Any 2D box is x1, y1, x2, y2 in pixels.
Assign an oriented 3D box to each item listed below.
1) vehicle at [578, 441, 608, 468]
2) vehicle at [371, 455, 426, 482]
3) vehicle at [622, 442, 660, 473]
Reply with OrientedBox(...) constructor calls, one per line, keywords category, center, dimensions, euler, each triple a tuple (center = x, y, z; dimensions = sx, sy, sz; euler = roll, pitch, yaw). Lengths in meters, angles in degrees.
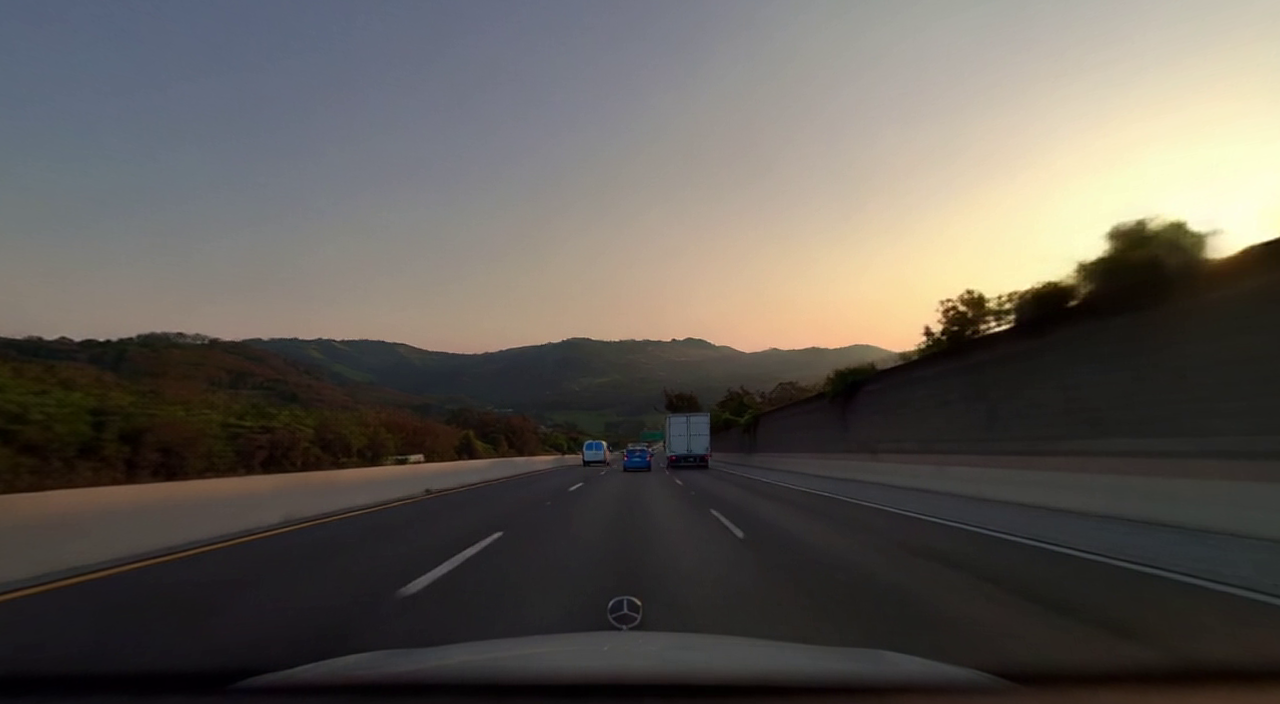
OrientedBox(category="vehicle", center=(-3.665, 8.054, 49.717), dimensions=(1.955, 2.004, 4.792), euler=(0, -9, 1))
OrientedBox(category="vehicle", center=(-16.116, 7.763, 42.263), dimensions=(1.887, 1.653, 4.289), euler=(0, -9, 1))
OrientedBox(category="vehicle", center=(0.061, 6.526, 39.029), dimensions=(2.166, 1.747, 4.299), euler=(0, -9, 0))
